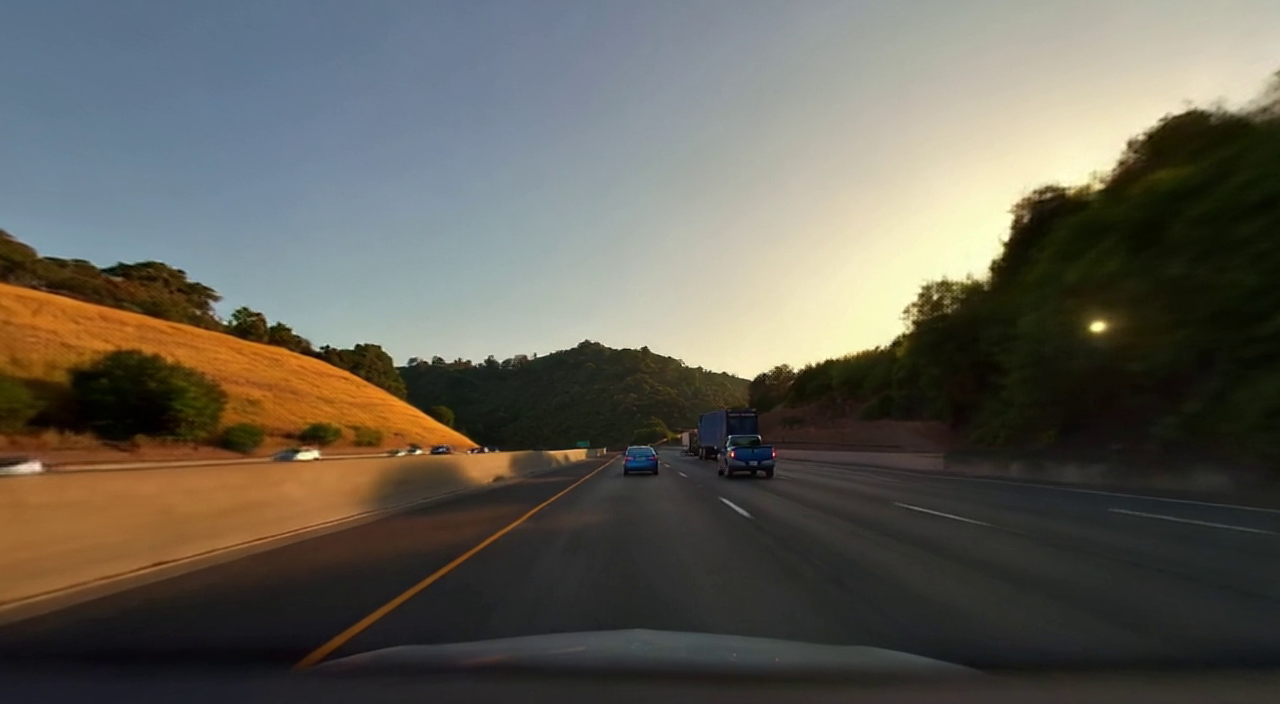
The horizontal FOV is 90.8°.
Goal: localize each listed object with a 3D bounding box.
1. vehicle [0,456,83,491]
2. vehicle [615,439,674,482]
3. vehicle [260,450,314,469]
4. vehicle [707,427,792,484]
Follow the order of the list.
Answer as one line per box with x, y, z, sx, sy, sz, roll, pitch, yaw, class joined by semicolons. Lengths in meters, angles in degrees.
-27.790;5.394;28.252;1.742;1.441;4.305;0;-9;1;vehicle
0.124;4.103;24.205;2.083;1.477;3.965;0;-9;-1;vehicle
-27.269;8.303;48.949;1.730;1.438;4.205;0;-9;1;vehicle
3.759;3.676;22.602;2.098;1.794;4.561;0;-9;-2;vehicle
